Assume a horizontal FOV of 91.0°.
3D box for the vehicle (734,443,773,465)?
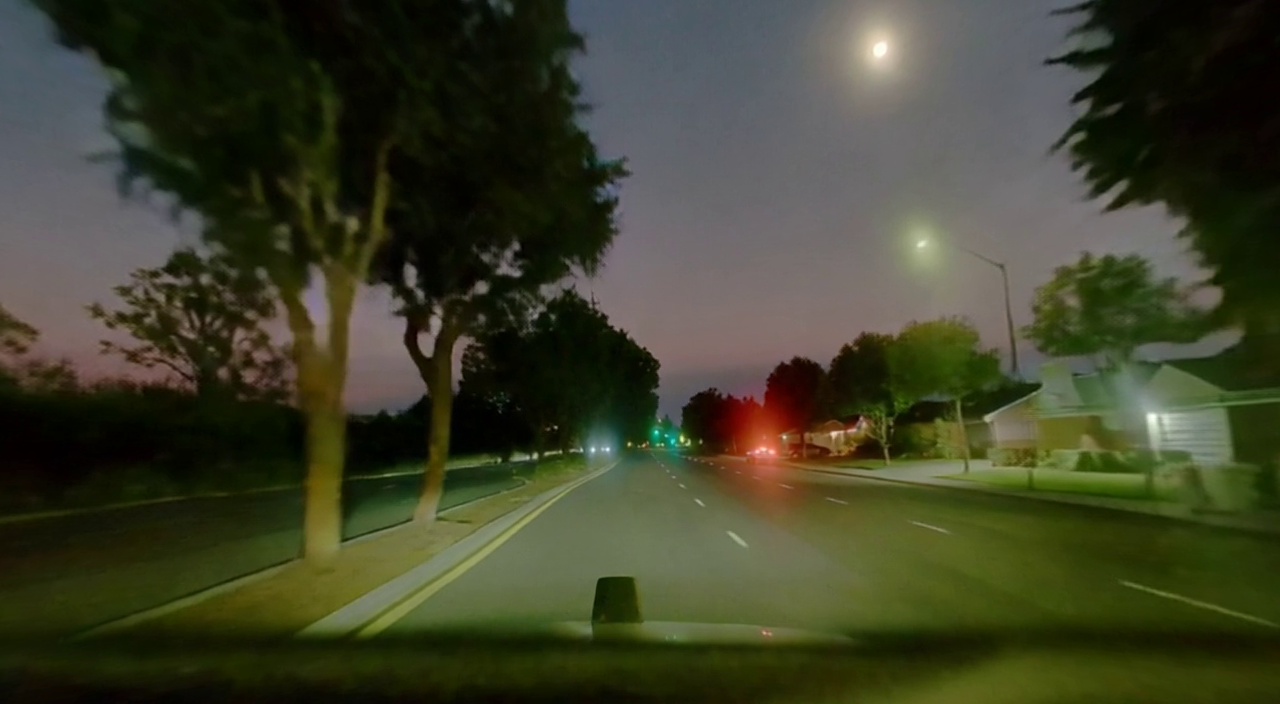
[{"bbox_3d":[8.625,7.771,48.104,1.940,1.516,4.319,0,-9,-3],"label":"vehicle"}]
